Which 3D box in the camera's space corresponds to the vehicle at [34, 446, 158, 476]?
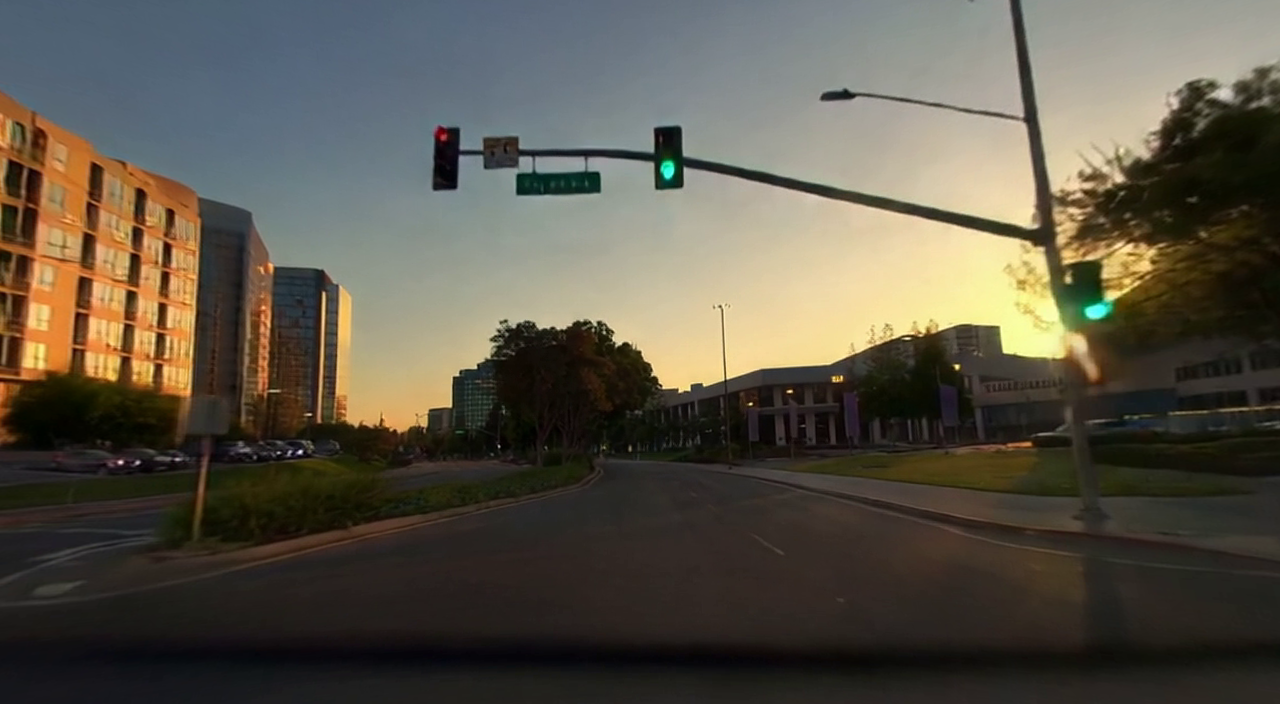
[{"bbox_3d":[-29.004,5.810,33.676,4.652,1.489,1.992,0,-9,-2],"label":"vehicle"}]
